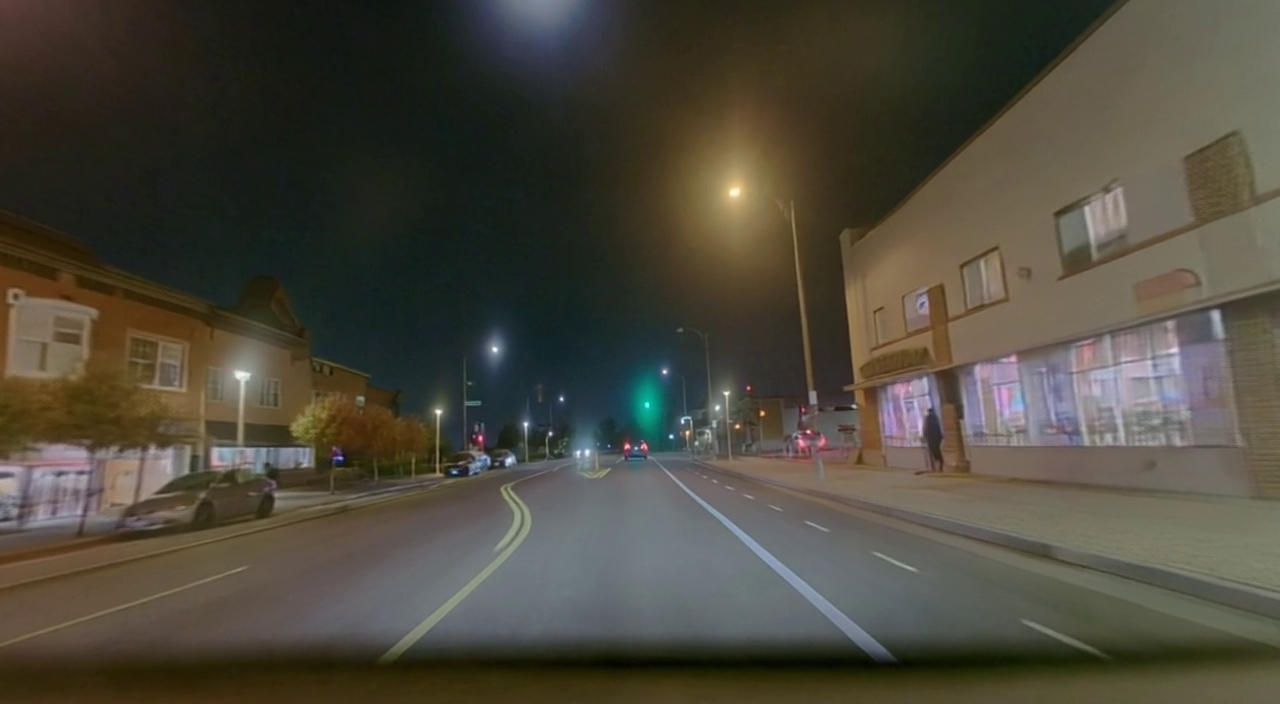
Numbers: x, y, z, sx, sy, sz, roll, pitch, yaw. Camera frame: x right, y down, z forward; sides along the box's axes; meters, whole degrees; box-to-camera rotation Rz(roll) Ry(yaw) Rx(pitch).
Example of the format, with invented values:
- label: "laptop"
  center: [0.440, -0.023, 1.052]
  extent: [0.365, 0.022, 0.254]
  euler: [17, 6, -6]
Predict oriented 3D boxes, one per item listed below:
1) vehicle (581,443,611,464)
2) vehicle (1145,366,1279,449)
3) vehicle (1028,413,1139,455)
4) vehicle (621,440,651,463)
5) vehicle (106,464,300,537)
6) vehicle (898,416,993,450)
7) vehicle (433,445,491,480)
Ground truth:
- label: "vehicle"
  center: [-3.227, 7.470, 46.759]
  extent: [1.987, 1.461, 4.228]
  euler: [0, -8, -1]
- label: "vehicle"
  center: [16.245, 1.503, 16.146]
  extent: [5.190, 1.898, 2.168]
  euler: [1, -9, -10]
- label: "vehicle"
  center: [17.061, 3.234, 24.593]
  extent: [1.773, 1.446, 4.421]
  euler: [-2, -9, 11]
- label: "vehicle"
  center: [-0.275, 7.381, 46.913]
  extent: [2.105, 1.611, 3.750]
  euler: [0, -8, 0]
- label: "vehicle"
  center: [-10.977, 3.711, 16.381]
  extent: [1.828, 1.470, 4.523]
  euler: [0, -8, -1]
- label: "vehicle"
  center: [16.807, 4.510, 34.963]
  extent: [4.135, 1.753, 2.122]
  euler: [0, -8, 1]
- label: "vehicle"
  center: [-10.854, 6.737, 38.896]
  extent: [2.033, 1.930, 4.786]
  euler: [0, -8, 1]
